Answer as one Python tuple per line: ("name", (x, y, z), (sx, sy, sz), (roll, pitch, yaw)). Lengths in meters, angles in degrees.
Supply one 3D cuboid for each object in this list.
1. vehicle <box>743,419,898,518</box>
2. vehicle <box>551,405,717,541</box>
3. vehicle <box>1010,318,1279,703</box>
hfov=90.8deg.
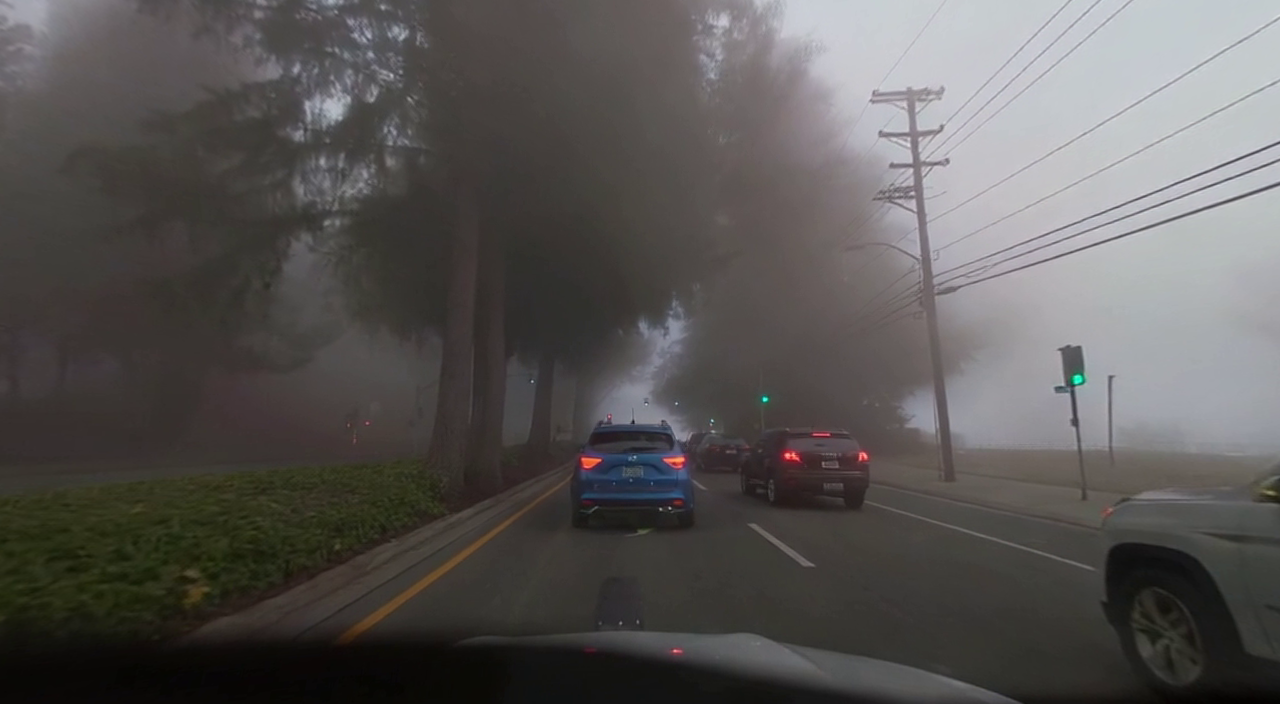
("vehicle", (3.373, 2.249, 12.622), (1.923, 1.653, 3.703), (0, -8, -1))
("vehicle", (-0.117, 1.873, 10.363), (2.163, 1.746, 4.073), (0, -8, -1))
("vehicle", (3.819, 0.681, 1.962), (2.254, 1.840, 4.918), (0, -8, -1))
